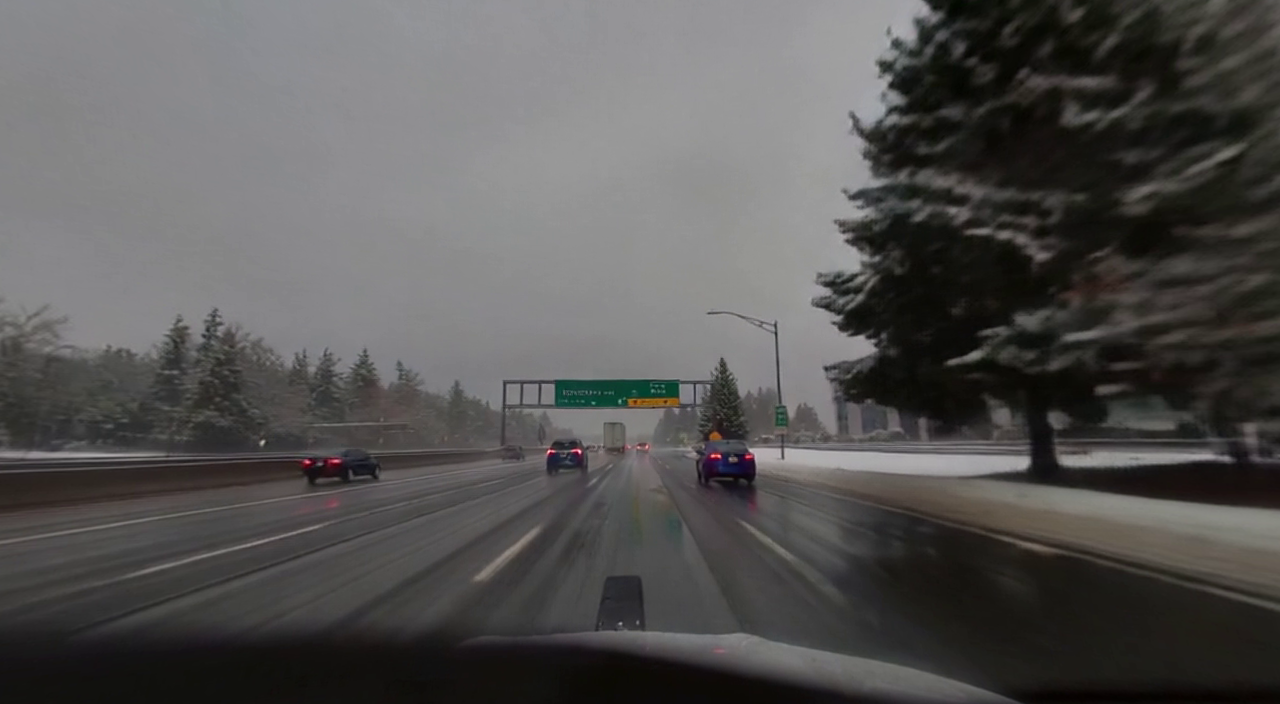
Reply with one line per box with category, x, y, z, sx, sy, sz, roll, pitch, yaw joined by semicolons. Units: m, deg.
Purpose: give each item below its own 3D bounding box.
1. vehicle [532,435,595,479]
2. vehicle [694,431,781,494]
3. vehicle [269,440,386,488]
vehicle;-3.208;4.526;27.355;2.111;1.742;4.315;0;-9;1
vehicle;2.940;3.451;20.010;2.101;1.742;4.495;0;-9;1
vehicle;-10.994;3.959;22.532;1.919;1.509;4.265;0;-9;1
